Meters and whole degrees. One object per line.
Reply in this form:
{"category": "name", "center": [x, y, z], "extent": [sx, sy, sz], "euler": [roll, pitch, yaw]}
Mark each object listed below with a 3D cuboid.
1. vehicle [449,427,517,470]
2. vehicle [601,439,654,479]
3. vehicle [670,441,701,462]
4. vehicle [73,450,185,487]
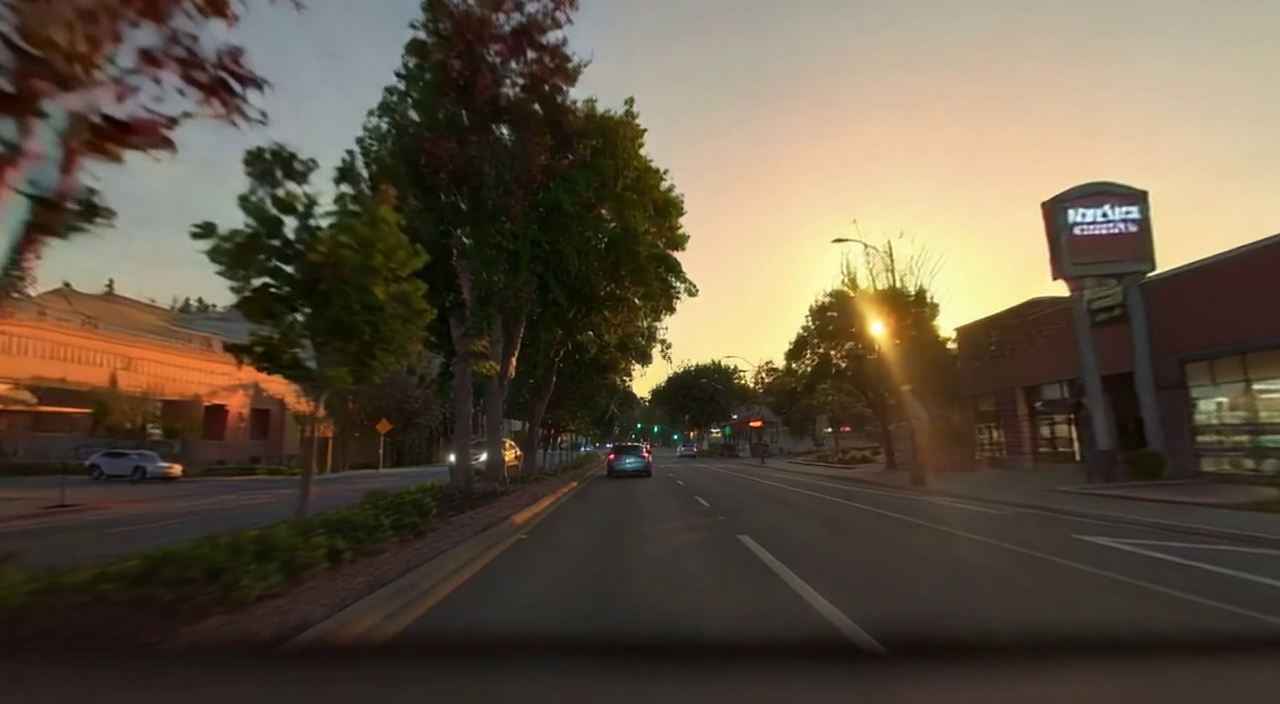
{"category": "vehicle", "center": [-8.603, 5.366, 35.253], "extent": [2.274, 2.201, 5.710], "euler": [-1, -9, 1]}
{"category": "vehicle", "center": [-0.473, 4.287, 25.560], "extent": [2.006, 1.487, 3.535], "euler": [0, -9, 0]}
{"category": "vehicle", "center": [3.455, 7.633, 48.520], "extent": [1.910, 1.474, 4.003], "euler": [0, -9, -2]}
{"category": "vehicle", "center": [-23.521, 5.338, 29.181], "extent": [3.650, 1.487, 1.757], "euler": [-1, -8, -1]}
